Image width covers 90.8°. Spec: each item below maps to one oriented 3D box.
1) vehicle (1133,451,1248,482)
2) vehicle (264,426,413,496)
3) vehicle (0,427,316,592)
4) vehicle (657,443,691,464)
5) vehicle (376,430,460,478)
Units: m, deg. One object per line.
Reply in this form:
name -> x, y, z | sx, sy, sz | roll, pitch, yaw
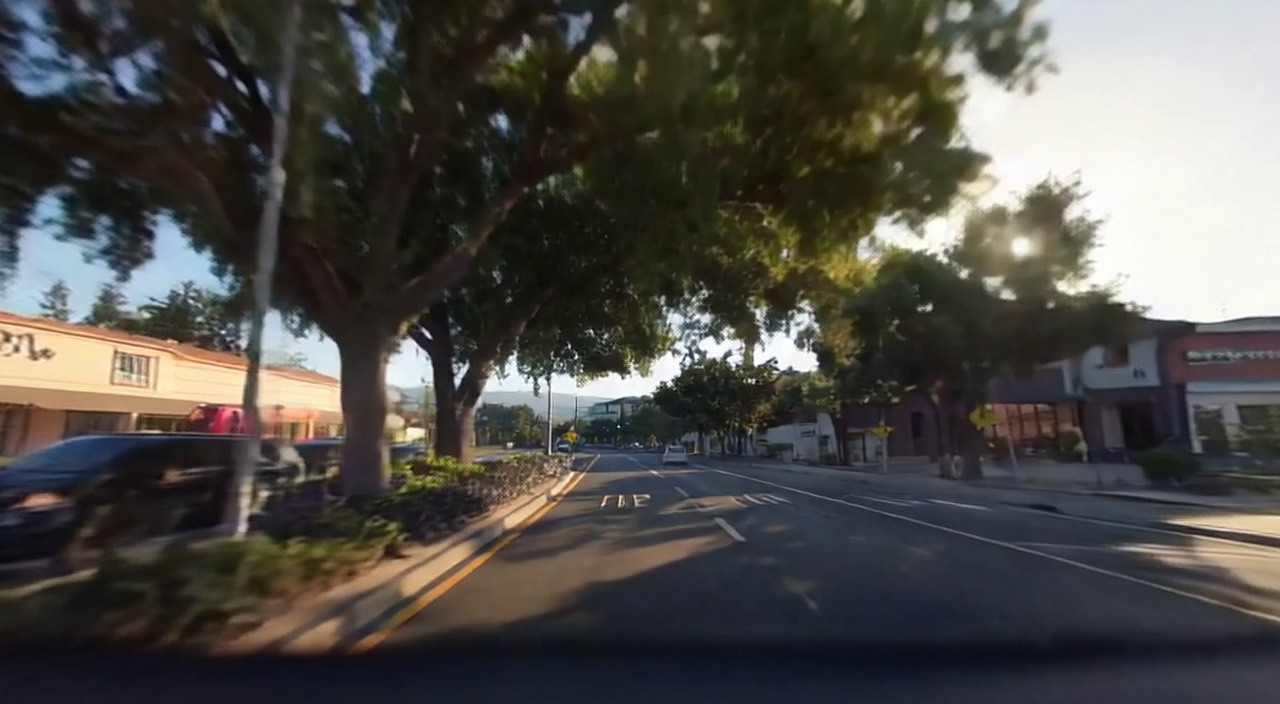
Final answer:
vehicle -> 28.030, 5.808, 32.231 | 4.458, 1.465, 1.875 | 1, -9, -10
vehicle -> -8.746, 3.135, 18.951 | 2.183, 1.769, 4.972 | 1, -7, -3
vehicle -> -6.693, 1.851, 8.745 | 2.180, 1.556, 5.130 | 2, -7, -7
vehicle -> 2.444, 7.382, 46.154 | 1.913, 1.473, 4.360 | 0, -8, -4
vehicle -> -9.057, 4.146, 26.262 | 2.016, 1.766, 5.155 | 0, -7, -4
